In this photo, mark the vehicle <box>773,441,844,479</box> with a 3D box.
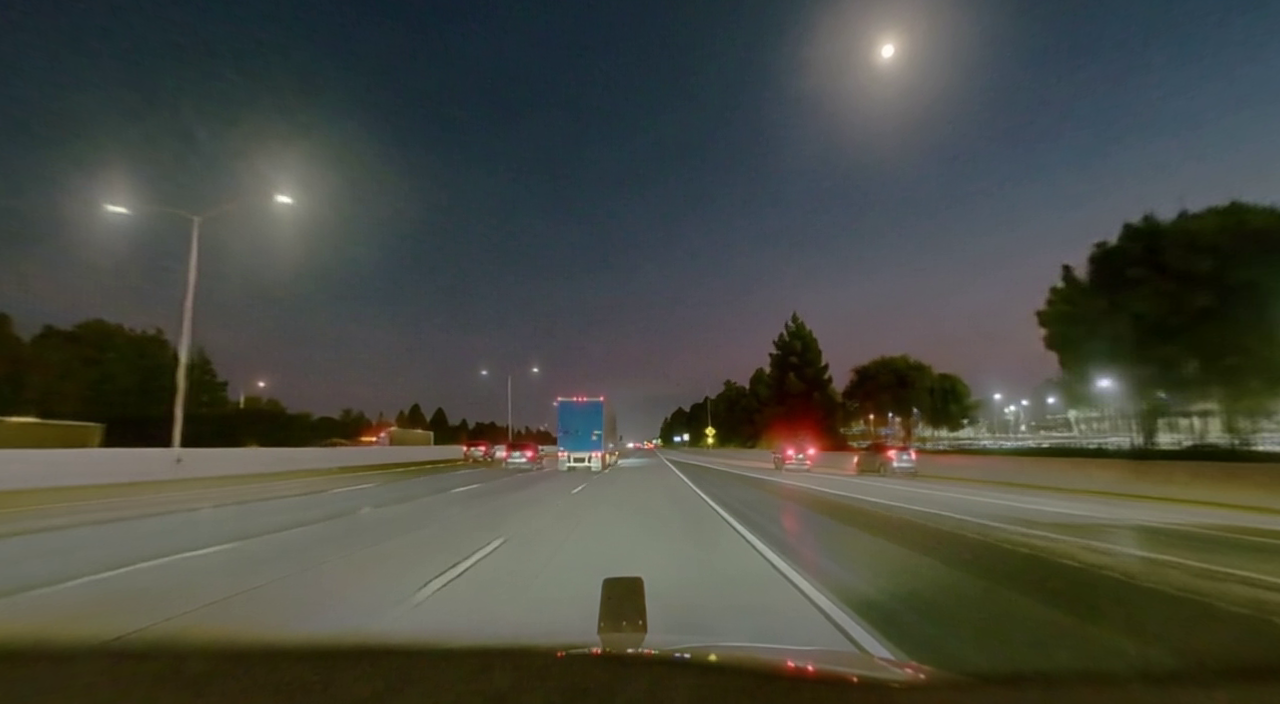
[{"bbox_3d":[8.262,5.324,31.364,2.083,1.706,4.129,1,-8,-5],"label":"vehicle"}]

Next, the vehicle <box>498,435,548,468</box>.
[{"bbox_3d":[-6.915,5.940,37.870,2.058,1.840,4.443,0,-8,1],"label":"vehicle"}]

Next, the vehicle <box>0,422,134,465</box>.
[{"bbox_3d":[-36.666,5.800,40.071,2.598,2.463,7.577,0,-8,1],"label":"vehicle"}]

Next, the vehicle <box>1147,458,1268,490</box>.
[{"bbox_3d":[28.339,6.094,31.601,4.298,1.453,1.877,0,-8,-2],"label":"vehicle"}]

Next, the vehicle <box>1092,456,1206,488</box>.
[{"bbox_3d":[27.934,6.558,34.684,4.569,1.449,2.013,-2,-8,-3],"label":"vehicle"}]

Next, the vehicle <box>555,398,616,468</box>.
[{"bbox_3d":[-3.359,5.599,42.772,2.905,4.037,12.921,0,-8,1],"label":"vehicle"}]
